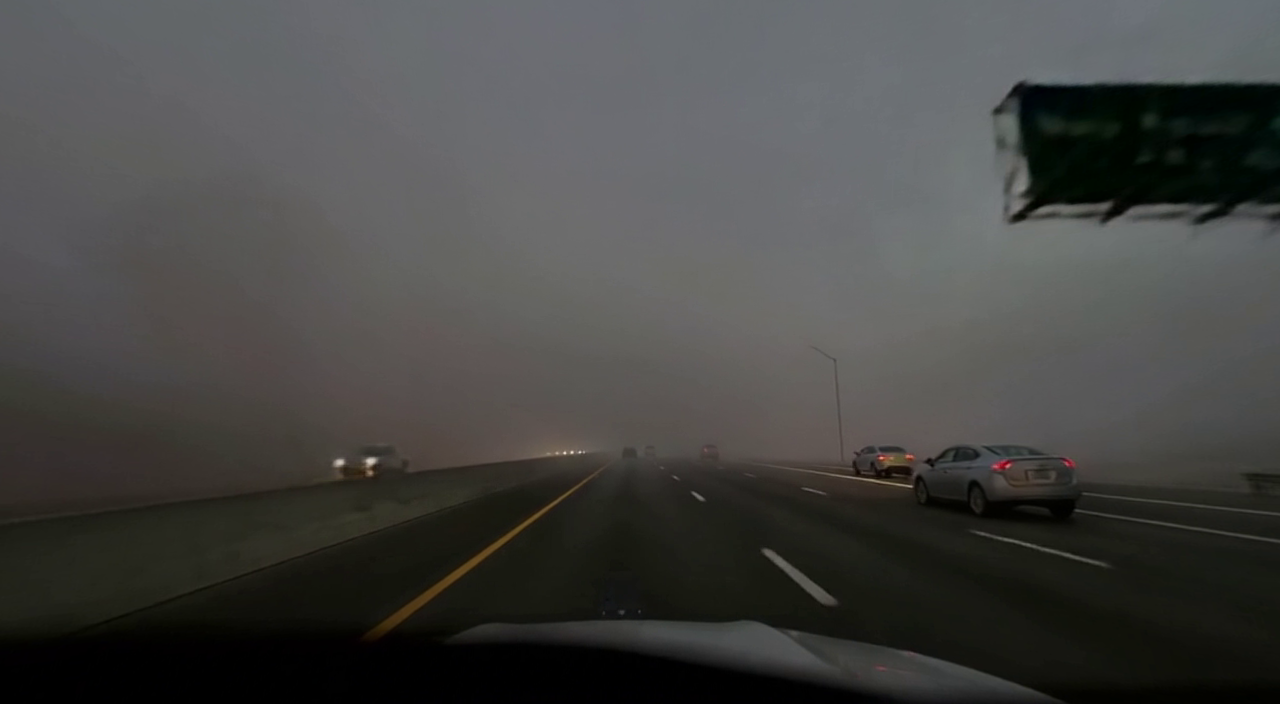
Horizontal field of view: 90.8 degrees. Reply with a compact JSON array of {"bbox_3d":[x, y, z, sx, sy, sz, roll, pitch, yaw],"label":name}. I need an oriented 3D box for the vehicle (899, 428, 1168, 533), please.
[{"bbox_3d":[6.875,2.274,11.858,1.901,1.548,4.684,0,-9,-2],"label":"vehicle"}]

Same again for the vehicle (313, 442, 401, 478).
[{"bbox_3d":[-13.395,5.116,30.232,1.949,1.585,4.819,0,-8,0],"label":"vehicle"}]

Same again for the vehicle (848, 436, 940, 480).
[{"bbox_3d":[10.753,4.510,27.130,2.068,1.680,4.361,-1,-8,0],"label":"vehicle"}]
